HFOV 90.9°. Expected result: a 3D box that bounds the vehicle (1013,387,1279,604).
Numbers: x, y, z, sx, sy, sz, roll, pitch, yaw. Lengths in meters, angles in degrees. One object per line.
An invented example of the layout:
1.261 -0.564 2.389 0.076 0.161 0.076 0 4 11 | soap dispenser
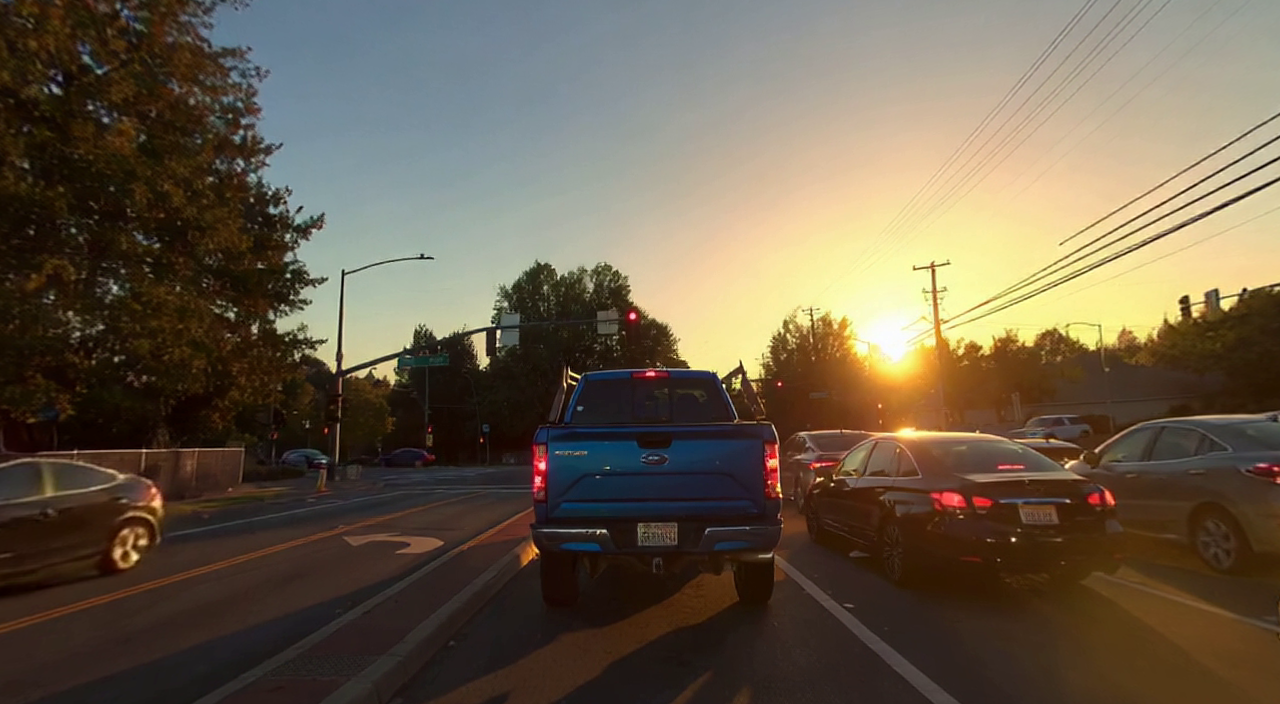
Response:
6.156 1.365 6.468 1.982 1.727 4.352 0 -8 1 | vehicle

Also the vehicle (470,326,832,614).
0.124 1.364 8.140 2.831 2.284 6.149 0 -8 1 | vehicle

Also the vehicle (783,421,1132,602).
3.119 1.638 7.368 1.993 1.495 4.060 0 -8 1 | vehicle

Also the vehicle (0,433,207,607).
-7.456 1.722 6.697 2.369 1.690 4.529 0 -8 2 | vehicle

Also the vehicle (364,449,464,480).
-14.727 7.313 41.174 5.749 1.897 2.186 -1 -9 10 | vehicle
